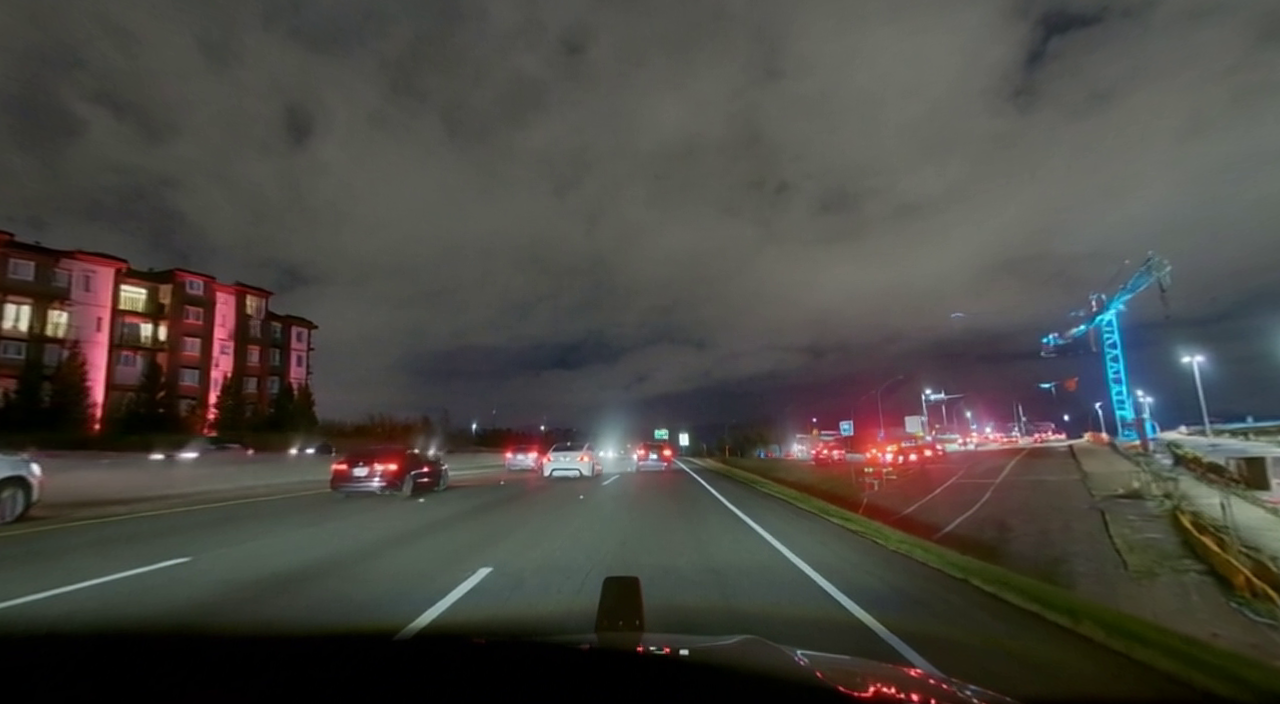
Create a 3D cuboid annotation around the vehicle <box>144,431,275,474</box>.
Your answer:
[{"bbox_3d":[-18.823,4.432,27.896,2.084,1.702,5.035,0,-9,3],"label":"vehicle"}]

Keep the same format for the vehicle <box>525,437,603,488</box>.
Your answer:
[{"bbox_3d":[-2.664,4.019,23.192,2.109,1.657,4.554,0,-9,3],"label":"vehicle"}]

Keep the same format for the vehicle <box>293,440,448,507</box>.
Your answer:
[{"bbox_3d":[-6.776,3.088,16.490,1.959,1.486,4.460,0,-9,2],"label":"vehicle"}]

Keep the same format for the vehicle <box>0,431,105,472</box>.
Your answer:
[{"bbox_3d":[-26.291,4.321,27.448,1.849,1.608,4.463,0,-9,2],"label":"vehicle"}]

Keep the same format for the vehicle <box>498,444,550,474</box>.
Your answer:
[{"bbox_3d":[-6.265,5.801,34.514,1.931,1.505,4.386,0,-9,2],"label":"vehicle"}]

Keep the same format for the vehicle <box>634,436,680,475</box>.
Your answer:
[{"bbox_3d":[0.848,5.096,31.236,2.116,1.763,4.352,0,-9,1],"label":"vehicle"}]
